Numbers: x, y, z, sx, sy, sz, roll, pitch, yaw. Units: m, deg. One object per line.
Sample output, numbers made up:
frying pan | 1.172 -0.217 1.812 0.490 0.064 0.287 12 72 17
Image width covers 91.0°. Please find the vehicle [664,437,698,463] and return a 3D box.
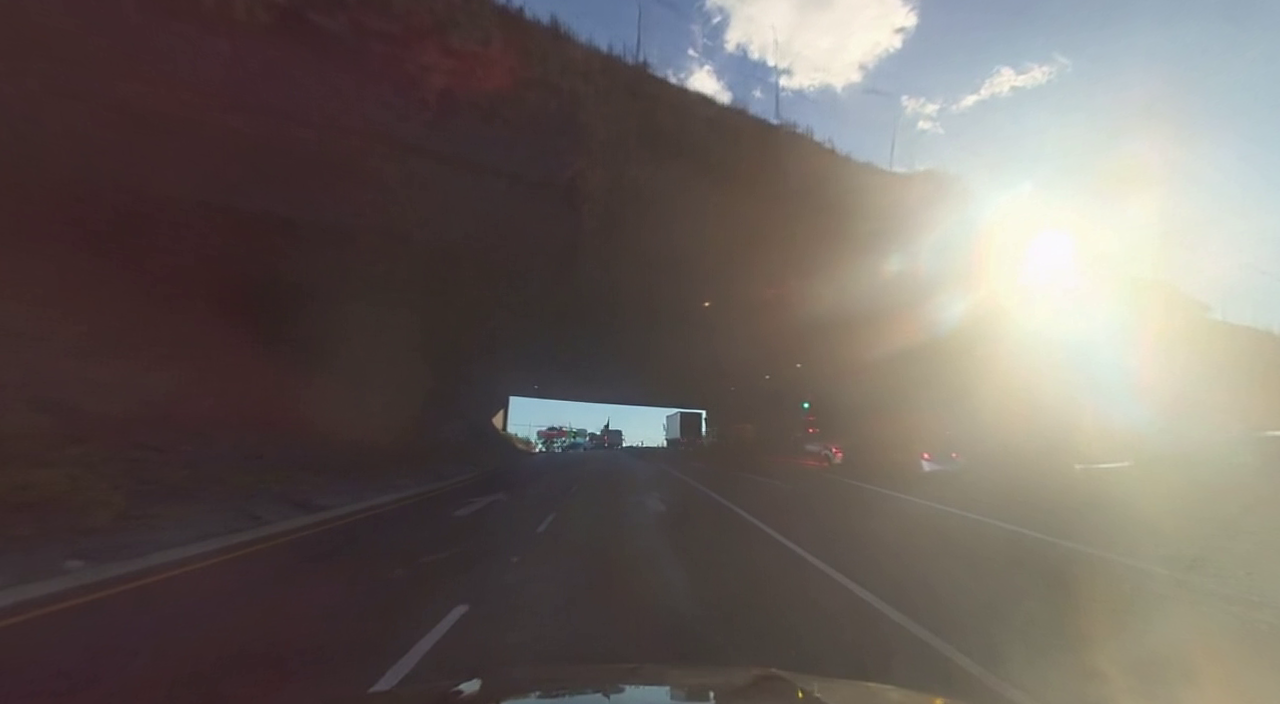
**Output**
vehicle | 2.515 5.974 38.490 1.947 1.475 3.962 -1 -8 5
